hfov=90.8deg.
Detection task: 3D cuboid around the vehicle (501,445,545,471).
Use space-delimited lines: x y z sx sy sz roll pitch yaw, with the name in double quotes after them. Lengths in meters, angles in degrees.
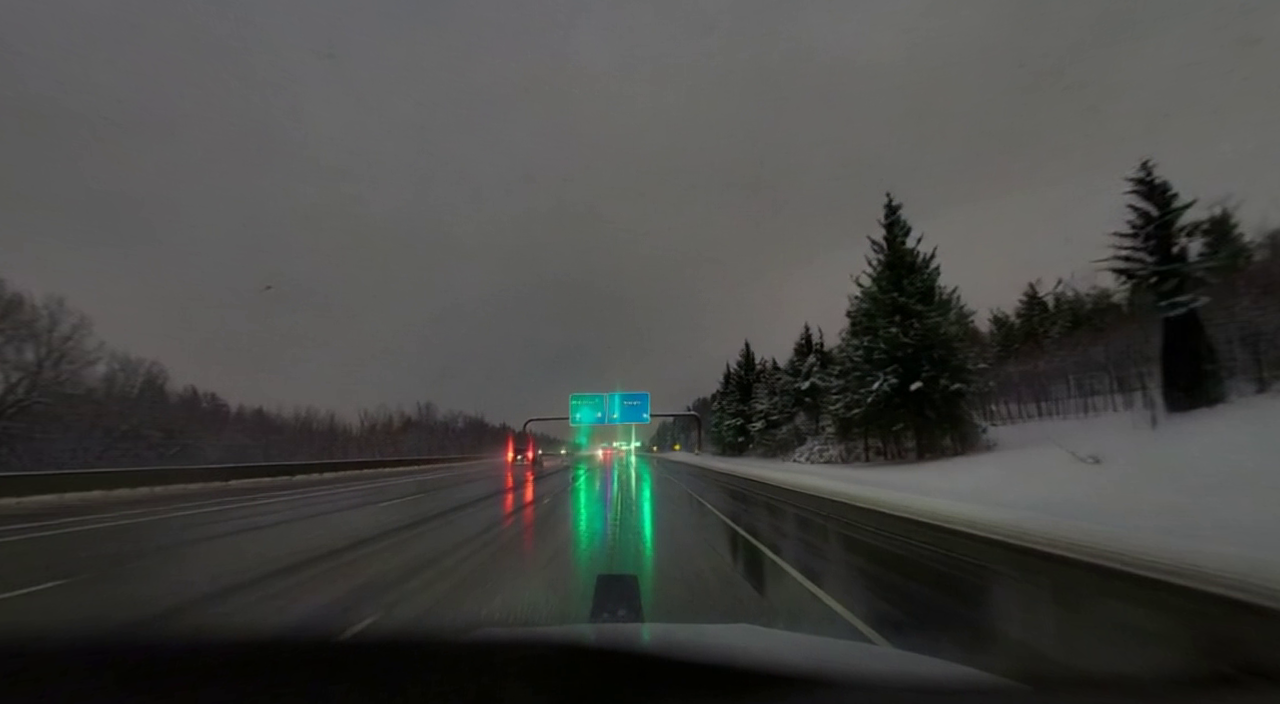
-7.650 6.968 41.603 2.098 1.606 4.227 0 -9 0 "vehicle"
